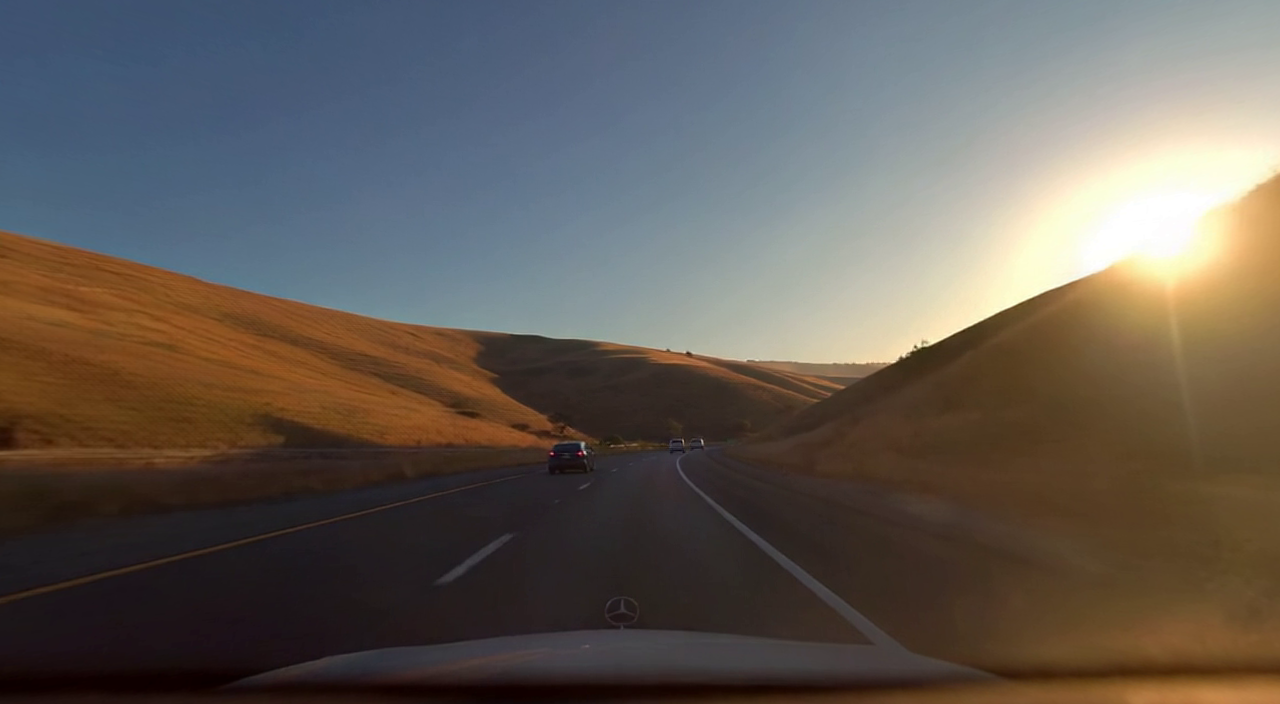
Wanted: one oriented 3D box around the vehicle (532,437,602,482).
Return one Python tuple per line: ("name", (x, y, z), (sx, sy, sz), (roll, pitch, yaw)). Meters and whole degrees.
("vehicle", (-2.998, 4.557, 27.013), (2.252, 1.743, 4.560), (-1, -9, 3))
